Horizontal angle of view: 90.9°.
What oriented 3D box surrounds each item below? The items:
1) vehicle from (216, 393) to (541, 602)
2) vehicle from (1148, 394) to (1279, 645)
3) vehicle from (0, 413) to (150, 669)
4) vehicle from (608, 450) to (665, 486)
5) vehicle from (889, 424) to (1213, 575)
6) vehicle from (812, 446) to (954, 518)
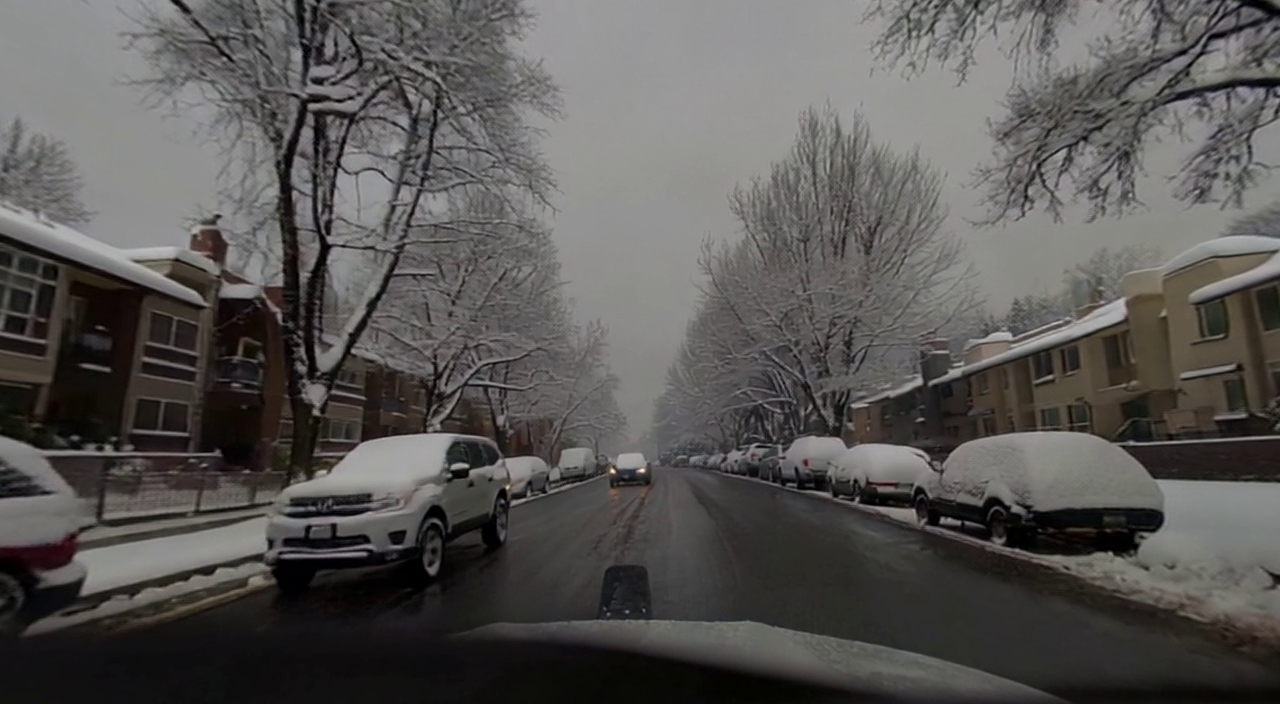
[{"bbox_3d":[-2.991,1.823,8.810,2.197,2.047,4.985,-1,-9,3],"label":"vehicle"},{"bbox_3d":[5.571,1.008,3.313,2.111,1.771,4.520,-1,-9,3],"label":"vehicle"},{"bbox_3d":[-5.504,1.169,3.367,2.002,1.774,4.568,-1,-9,1],"label":"vehicle"},{"bbox_3d":[-0.075,5.107,28.097,1.971,1.476,4.593,-1,-9,6],"label":"vehicle"},{"bbox_3d":[5.692,2.068,9.669,1.937,1.722,4.575,-1,-9,2],"label":"vehicle"},{"bbox_3d":[5.923,3.181,16.045,1.876,1.538,4.447,0,-9,1],"label":"vehicle"}]
